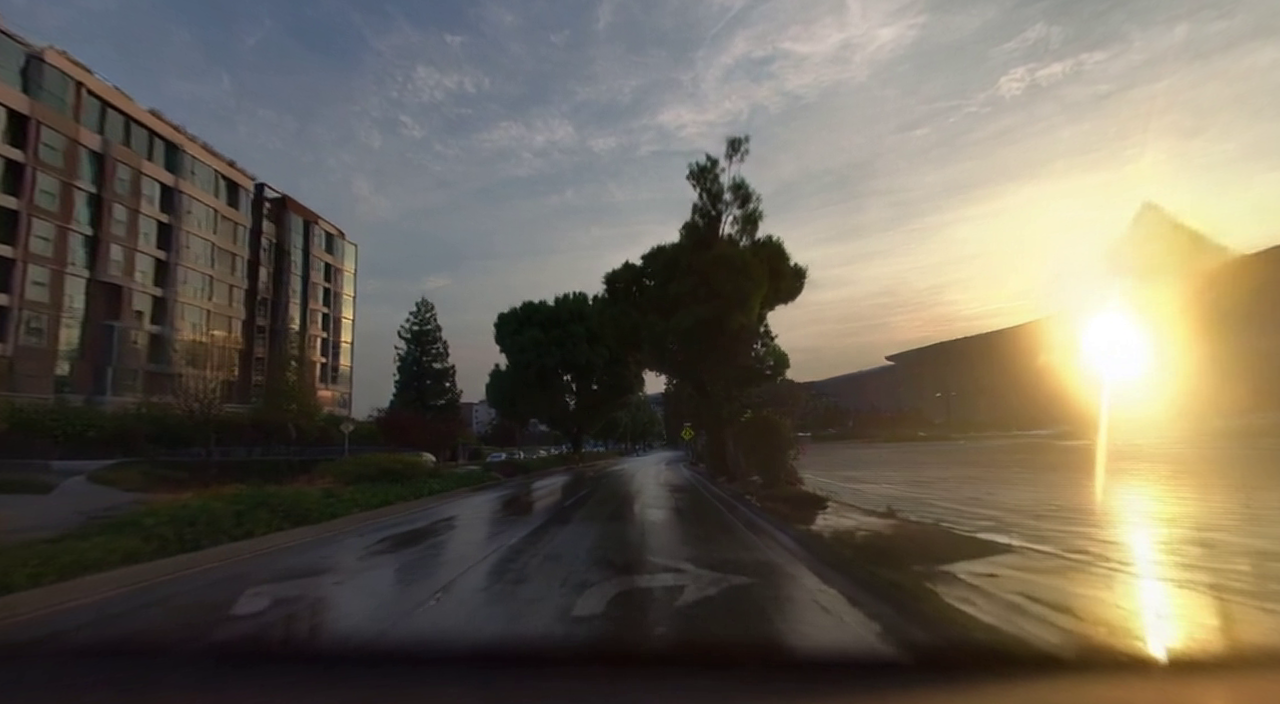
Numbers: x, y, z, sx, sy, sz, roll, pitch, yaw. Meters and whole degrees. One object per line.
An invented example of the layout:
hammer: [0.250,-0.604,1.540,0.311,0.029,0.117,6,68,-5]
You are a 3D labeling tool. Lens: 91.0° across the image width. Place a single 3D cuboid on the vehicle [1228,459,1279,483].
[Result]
vehicle: [42.061,7.890,41.951,1.717,1.459,4.256,0,-8,2]
